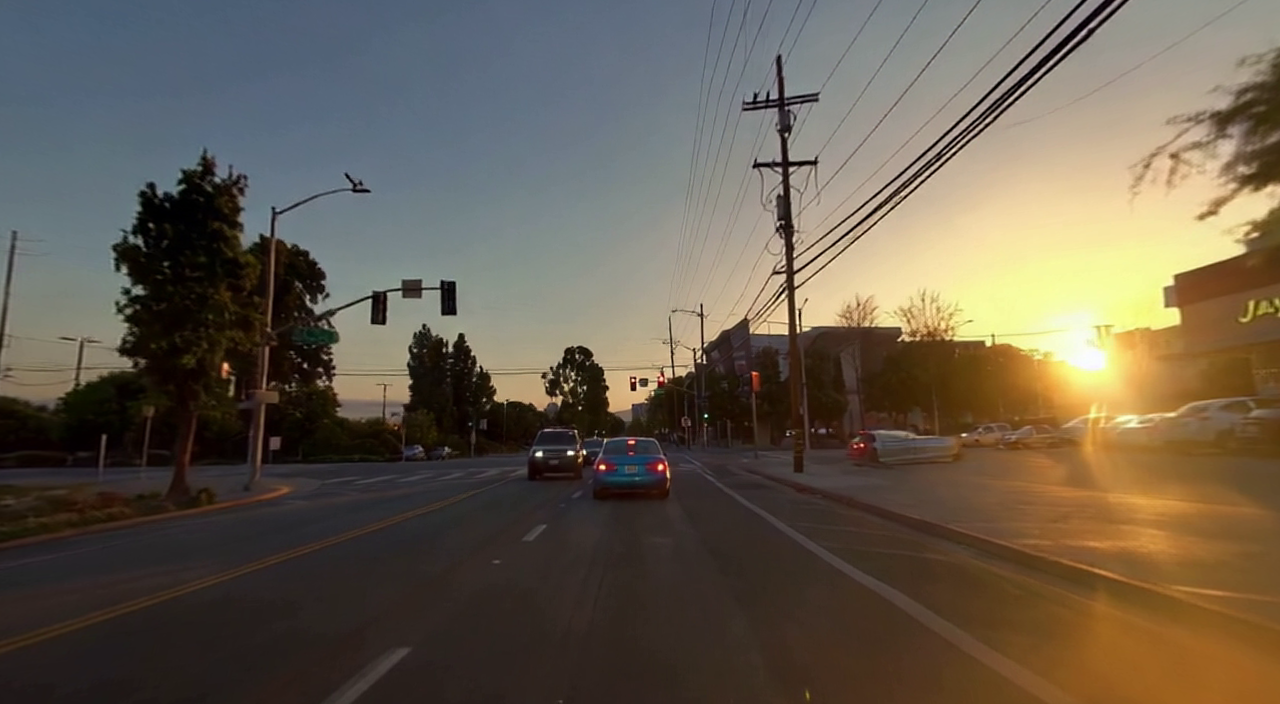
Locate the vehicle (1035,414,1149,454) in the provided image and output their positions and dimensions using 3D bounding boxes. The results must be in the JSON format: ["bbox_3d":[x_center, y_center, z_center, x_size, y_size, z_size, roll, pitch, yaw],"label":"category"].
[{"bbox_3d":[18.614,3.401,25.949,4.446,1.511,1.977,4,-10,-29],"label":"vehicle"}]

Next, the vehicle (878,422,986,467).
[{"bbox_3d":[10.410,3.361,22.877,1.888,1.455,4.268,0,-8,0],"label":"vehicle"}]

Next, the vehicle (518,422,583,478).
[{"bbox_3d":[-3.182,3.570,23.131,2.106,1.852,4.512,1,-8,-6],"label":"vehicle"}]

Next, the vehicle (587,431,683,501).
[{"bbox_3d":[-0.185,2.770,15.727,2.070,1.481,4.216,0,-8,-2],"label":"vehicle"}]

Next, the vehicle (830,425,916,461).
[{"bbox_3d":[10.532,4.176,28.885,1.842,1.471,4.481,1,-8,-6],"label":"vehicle"}]

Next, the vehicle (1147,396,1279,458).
[{"bbox_3d":[19.299,2.454,20.705,4.261,1.752,2.151,1,-11,-23],"label":"vehicle"}]
